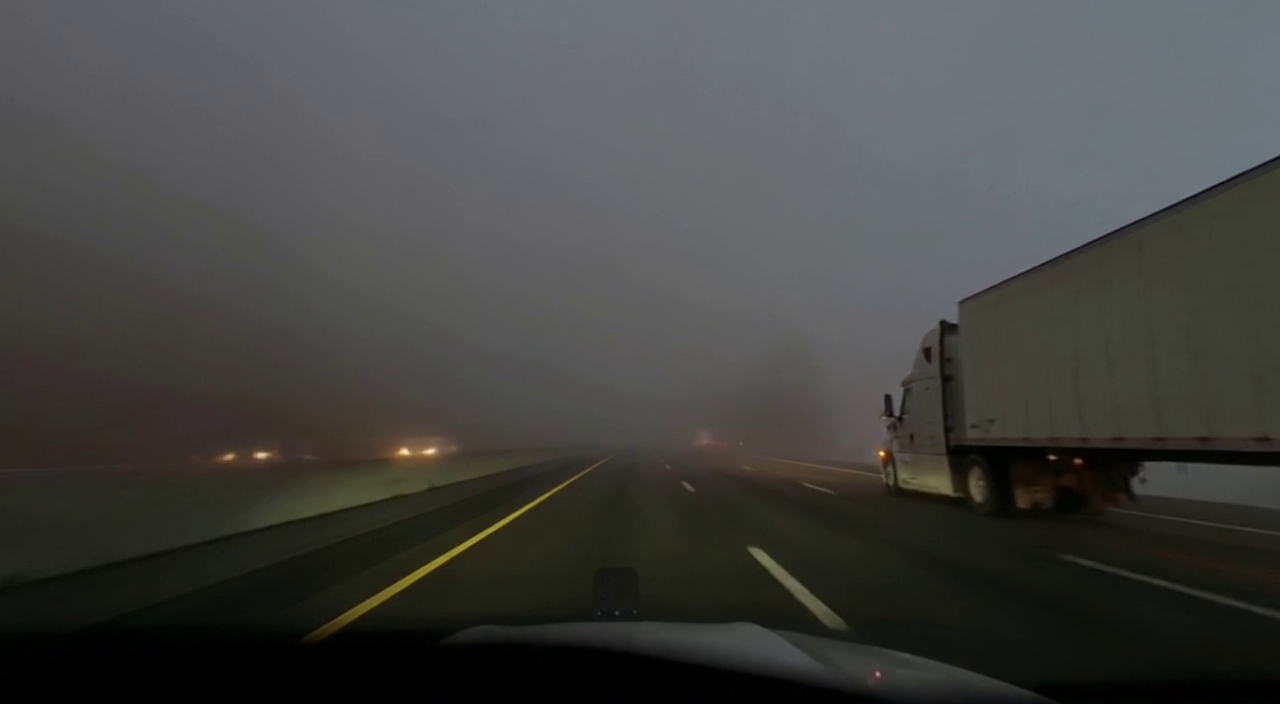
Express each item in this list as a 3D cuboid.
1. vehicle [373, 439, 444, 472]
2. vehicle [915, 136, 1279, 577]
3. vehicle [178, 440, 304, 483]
[{"bbox_3d":[-11.899,5.324,32.669,1.934,1.528,4.329,-1,-8,1],"label":"vehicle"},{"bbox_3d":[7.414,0.099,6.299,2.885,4.075,13.981,0,-8,0],"label":"vehicle"},{"bbox_3d":[-15.793,4.333,25.287,2.008,1.527,4.664,0,-8,0],"label":"vehicle"}]
